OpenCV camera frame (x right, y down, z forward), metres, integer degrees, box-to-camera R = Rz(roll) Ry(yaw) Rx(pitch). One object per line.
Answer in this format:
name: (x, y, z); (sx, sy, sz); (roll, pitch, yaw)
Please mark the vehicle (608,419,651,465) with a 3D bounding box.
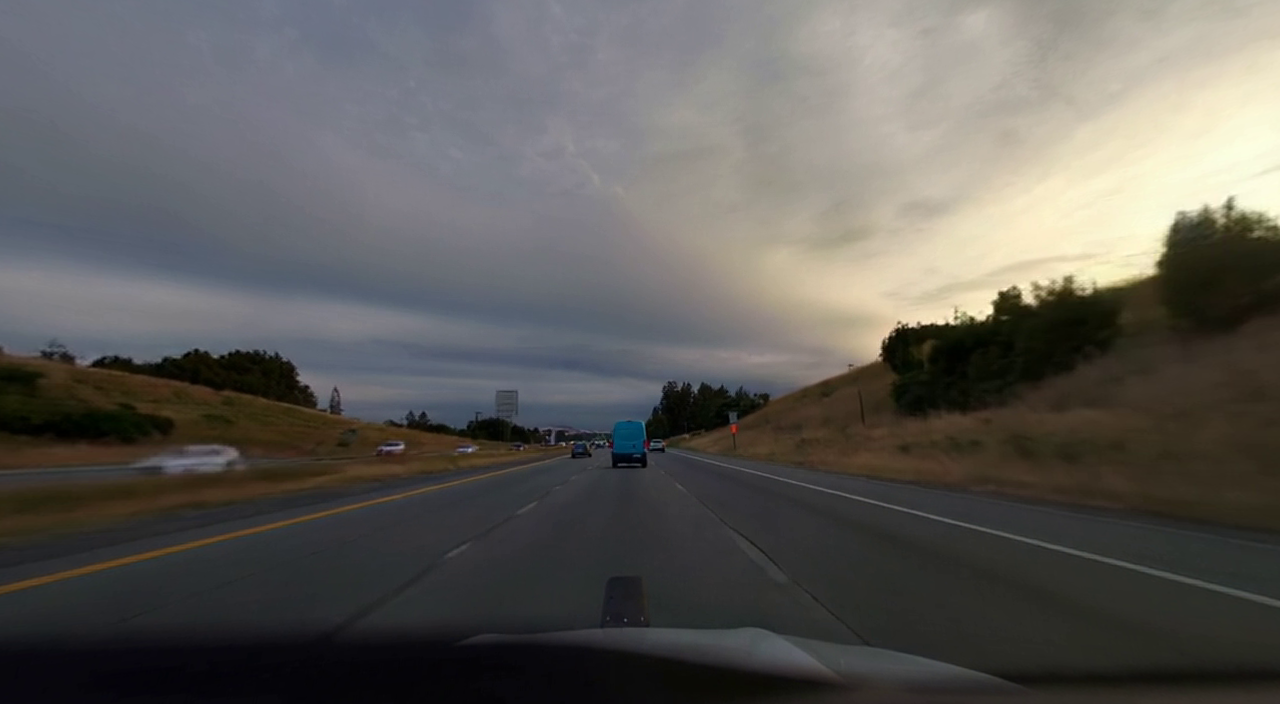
vehicle: (-0.613, 5.259, 36.662); (2.329, 2.483, 5.428); (0, -8, -1)
